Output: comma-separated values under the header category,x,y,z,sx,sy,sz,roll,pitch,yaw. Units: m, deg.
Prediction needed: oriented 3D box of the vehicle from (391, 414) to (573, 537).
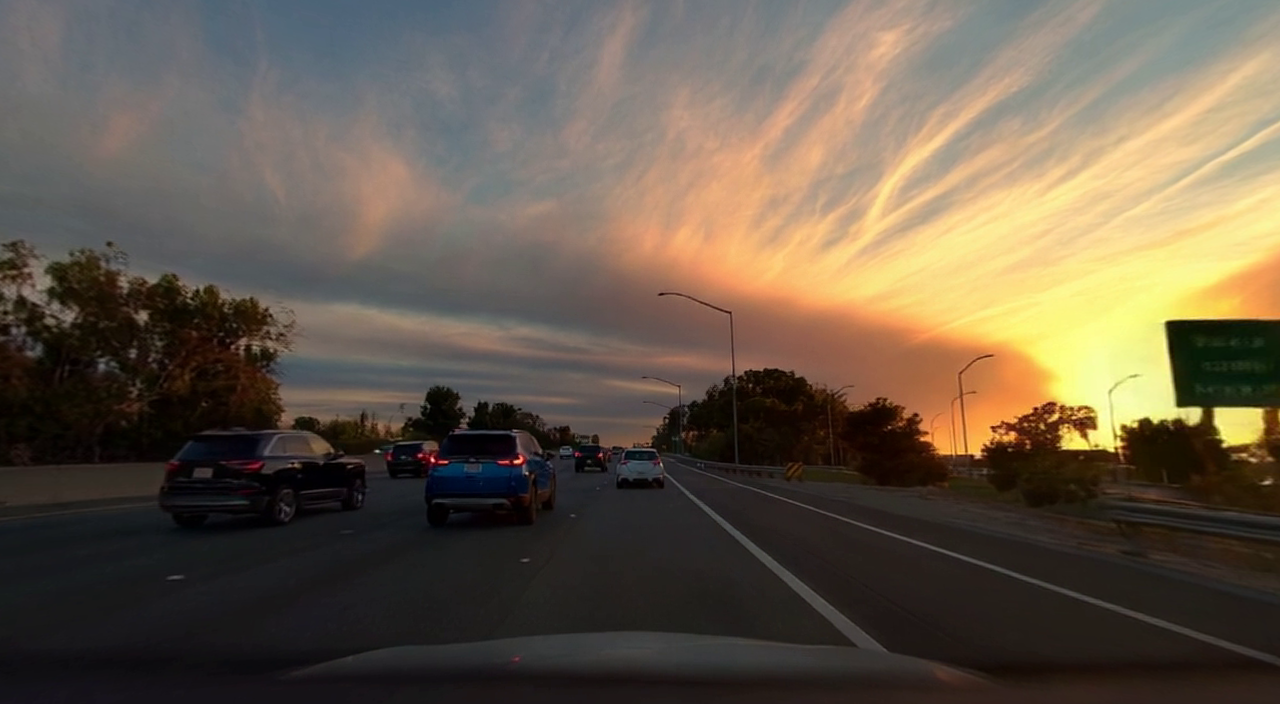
category,x,y,z,sx,sy,sz,roll,pitch,yaw
vehicle,-2.556,2.144,11.421,2.123,1.798,4.108,0,-9,1

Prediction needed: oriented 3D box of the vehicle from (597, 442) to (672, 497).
category,x,y,z,sx,sy,sz,roll,pitch,yaw
vehicle,-0.170,3.569,19.483,2.068,1.488,4.045,0,-9,0

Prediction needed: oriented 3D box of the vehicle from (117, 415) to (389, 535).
category,x,y,z,sx,sy,sz,roll,pitch,yaw
vehicle,-6.909,2.249,12.067,2.162,1.823,4.566,0,-9,2
